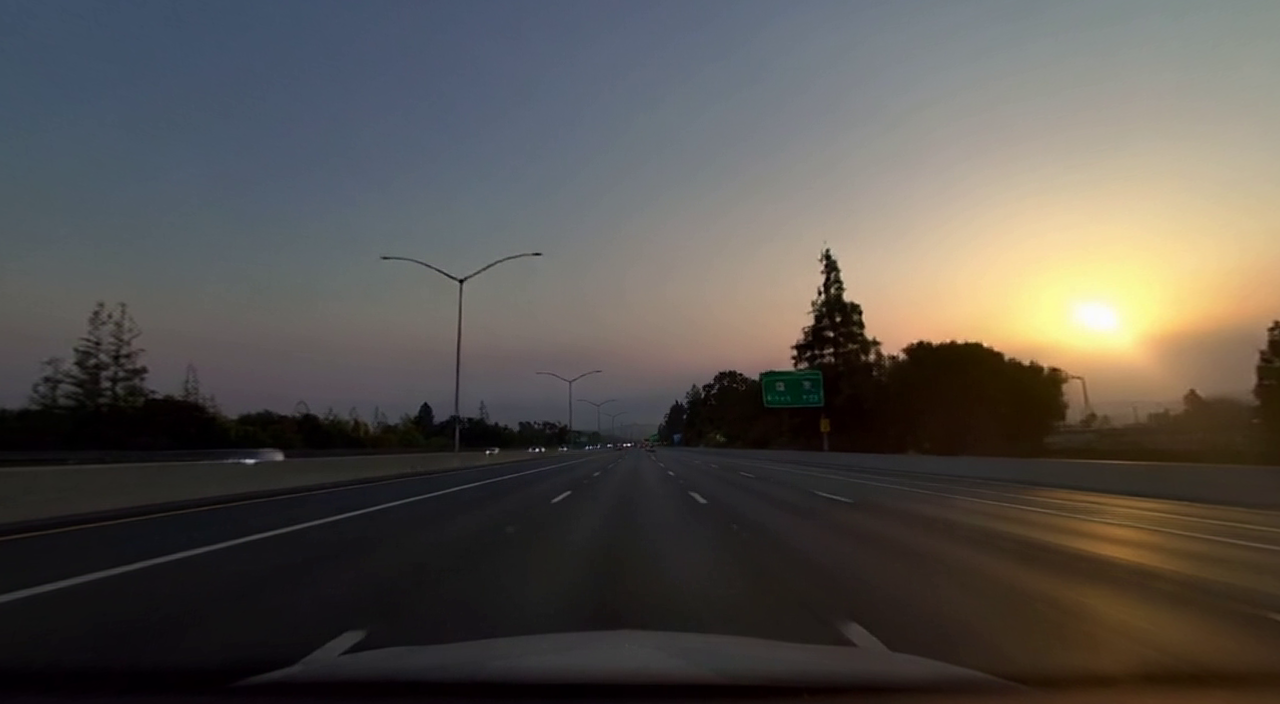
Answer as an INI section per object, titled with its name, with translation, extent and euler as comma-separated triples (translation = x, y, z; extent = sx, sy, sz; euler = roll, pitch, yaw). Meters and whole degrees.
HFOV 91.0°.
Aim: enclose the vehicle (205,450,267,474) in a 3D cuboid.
[vehicle]
translation = -25.606, 6.958, 40.058
extent = 1.575, 1.431, 3.580
euler = 0, -9, -1
